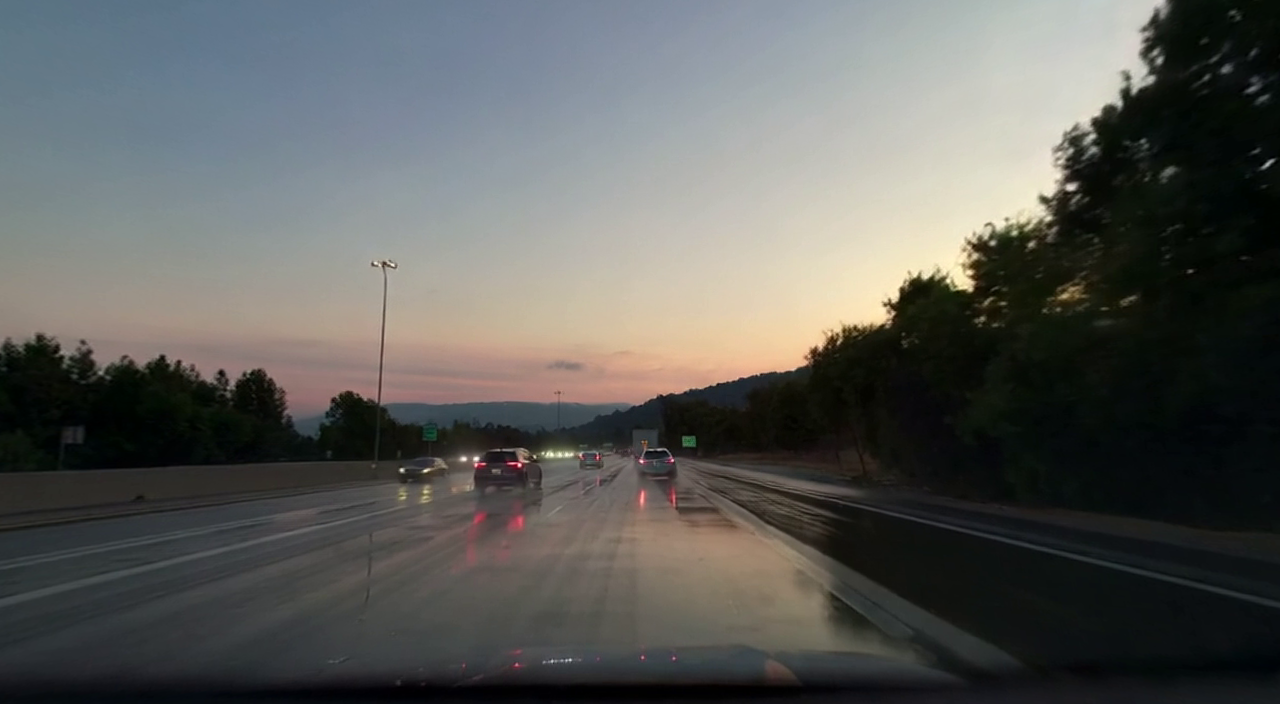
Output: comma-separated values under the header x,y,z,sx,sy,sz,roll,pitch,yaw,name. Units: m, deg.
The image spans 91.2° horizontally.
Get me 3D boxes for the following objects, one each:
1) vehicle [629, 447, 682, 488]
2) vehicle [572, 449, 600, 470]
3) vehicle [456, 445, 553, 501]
x,y,z,sx,sy,sz,roll,pitch,yaw,name
0.580,4.678,25.733,2.015,1.526,4.286,0,-9,0,vehicle
-4.066,8.122,47.594,1.837,1.530,3.844,0,-9,0,vehicle
-3.960,3.612,19.125,1.940,1.502,4.463,0,-9,1,vehicle
